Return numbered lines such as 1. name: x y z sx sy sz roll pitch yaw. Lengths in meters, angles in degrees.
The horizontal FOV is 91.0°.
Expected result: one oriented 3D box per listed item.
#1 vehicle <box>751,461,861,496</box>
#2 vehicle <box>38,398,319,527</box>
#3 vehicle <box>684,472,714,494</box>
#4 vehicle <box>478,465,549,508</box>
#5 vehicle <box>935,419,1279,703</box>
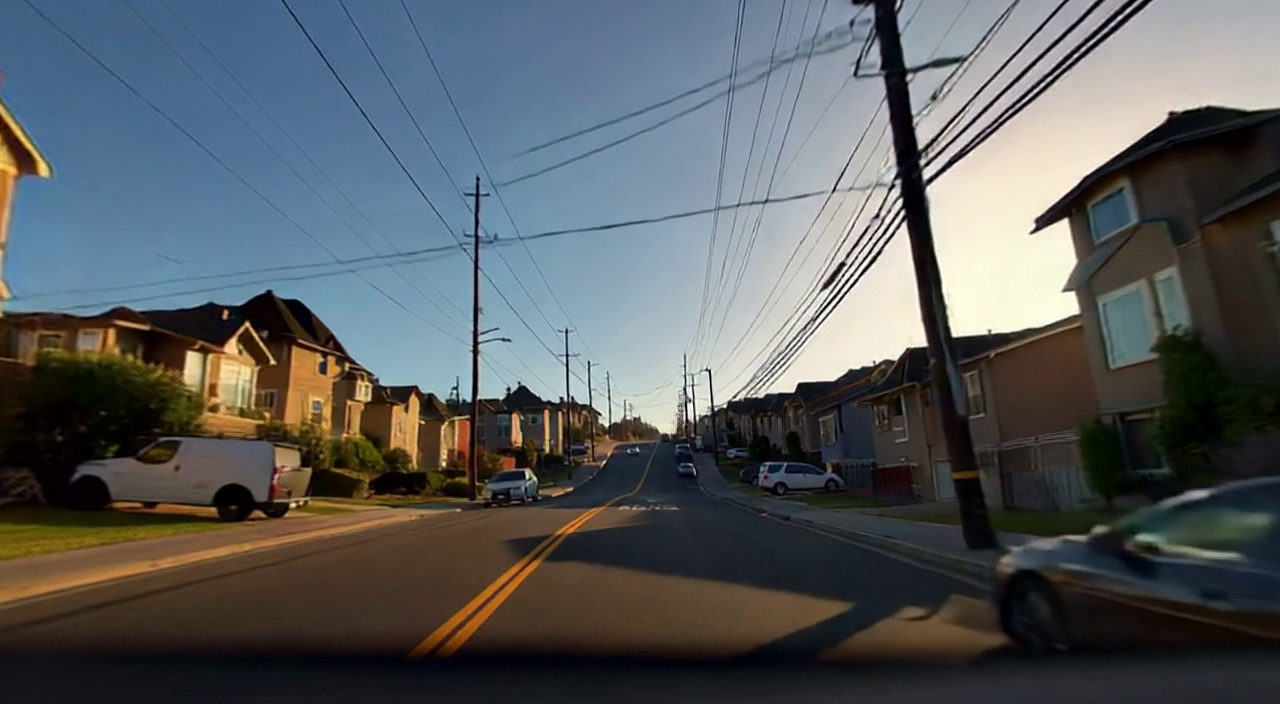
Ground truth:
1. vehicle: 9.100 6.982 34.849 5.512 1.846 2.115 0 -9 2
2. vehicle: -12.305 3.102 17.254 5.503 2.906 2.584 -4 -15 1
3. vehicle: 4.365 9.892 47.268 2.063 1.503 4.415 -1 -13 4
4. vehicle: -5.830 6.330 29.629 2.156 1.764 4.410 -3 -12 4
5. vehicle: 3.162 1.023 2.286 1.945 1.500 4.363 1 -10 -2
